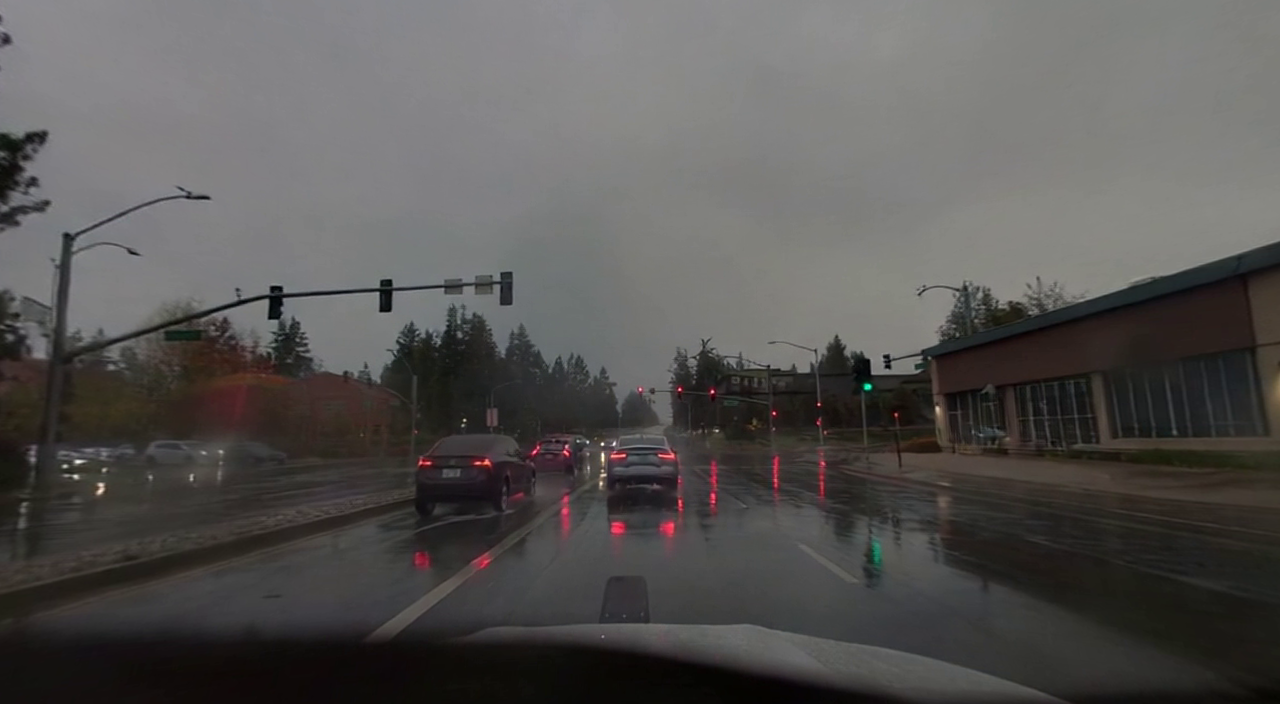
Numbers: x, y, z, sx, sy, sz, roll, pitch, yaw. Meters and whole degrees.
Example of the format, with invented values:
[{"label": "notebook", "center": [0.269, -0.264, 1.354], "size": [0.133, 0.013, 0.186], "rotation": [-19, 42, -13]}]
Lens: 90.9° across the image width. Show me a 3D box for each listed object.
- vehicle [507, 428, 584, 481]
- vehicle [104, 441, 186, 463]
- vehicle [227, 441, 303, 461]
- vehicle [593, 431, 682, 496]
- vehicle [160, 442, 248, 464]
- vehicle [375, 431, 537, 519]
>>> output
[{"label": "vehicle", "center": [-3.322, 3.709, 23.032], "size": [2.029, 1.752, 4.420], "rotation": [0, -8, 1]}, {"label": "vehicle", "center": [-36.909, 7.459, 47.059], "size": [4.513, 1.616, 1.899], "rotation": [0, -8, 1]}, {"label": "vehicle", "center": [-27.926, 7.401, 47.040], "size": [4.423, 1.444, 1.836], "rotation": [0, -8, 2]}, {"label": "vehicle", "center": [-0.074, 2.887, 16.654], "size": [2.066, 1.482, 3.923], "rotation": [0, -8, 0]}, {"label": "vehicle", "center": [-29.936, 6.952, 43.397], "size": [4.708, 1.467, 1.819], "rotation": [0, -8, 2]}, {"label": "vehicle", "center": [-3.551, 2.455, 13.200], "size": [1.942, 1.497, 4.561], "rotation": [0, -8, 1]}]
